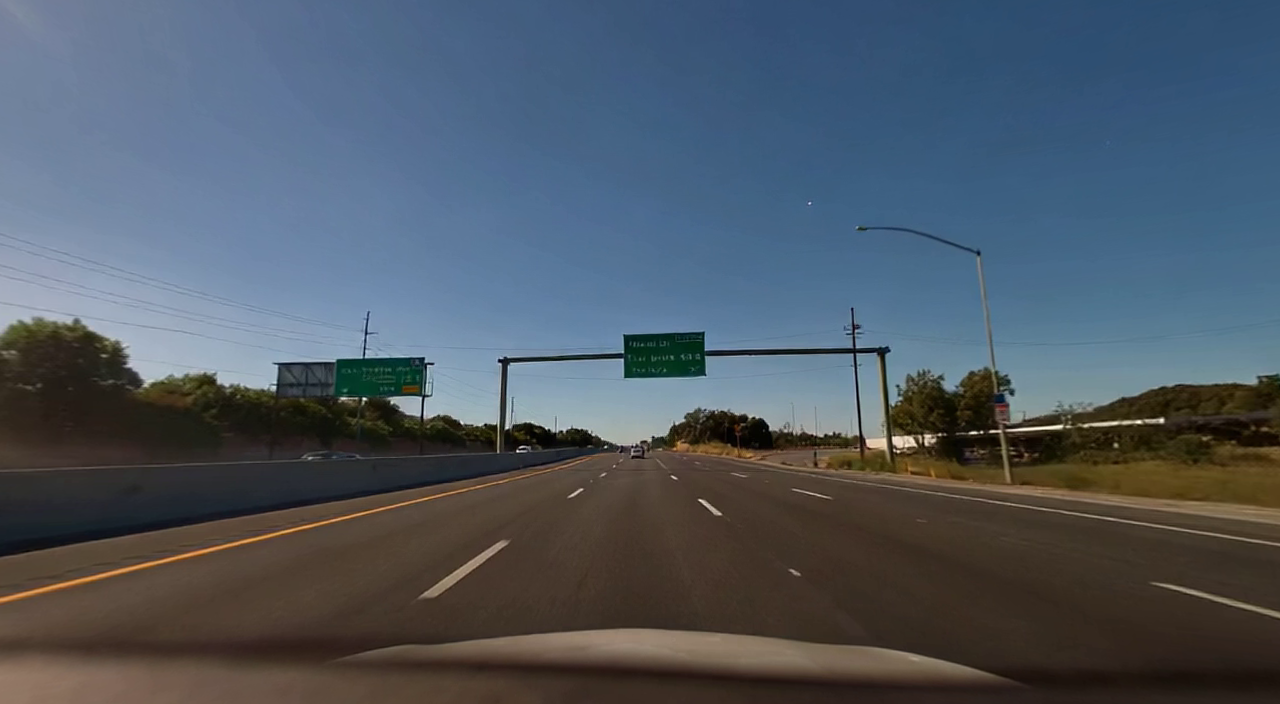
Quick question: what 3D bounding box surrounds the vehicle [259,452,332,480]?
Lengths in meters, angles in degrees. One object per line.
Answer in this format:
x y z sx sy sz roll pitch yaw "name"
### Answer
-20.897 6.908 38.448 1.830 1.527 4.557 0 -9 1 "vehicle"
